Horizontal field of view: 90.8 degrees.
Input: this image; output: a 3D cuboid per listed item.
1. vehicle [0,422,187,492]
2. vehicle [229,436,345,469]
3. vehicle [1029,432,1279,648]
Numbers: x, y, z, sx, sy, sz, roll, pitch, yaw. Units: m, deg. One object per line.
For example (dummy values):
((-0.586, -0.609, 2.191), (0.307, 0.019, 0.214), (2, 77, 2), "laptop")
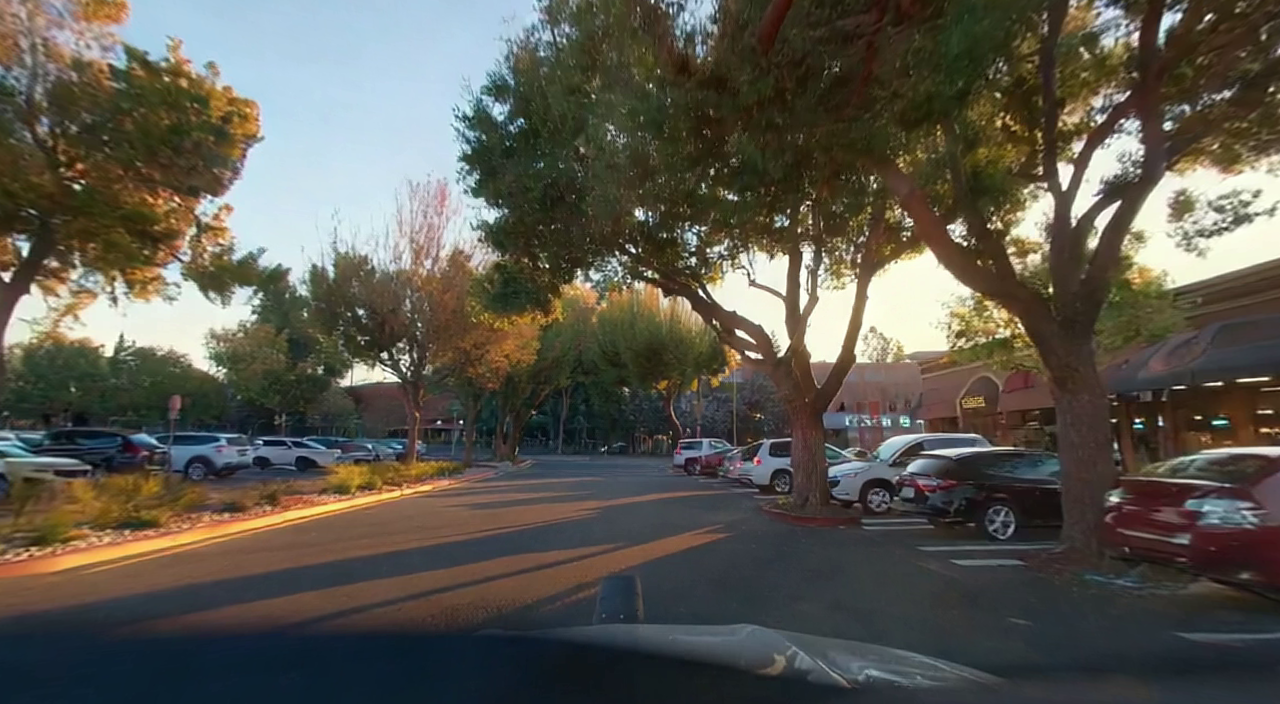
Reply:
((-15.435, 2.904, 17.677), (4.148, 1.757, 1.963), (7, -11, -40), "vehicle")
((-17.282, 4.911, 31.069), (4.651, 1.494, 1.914), (6, -11, -37), "vehicle")
((6.276, 1.494, 5.670), (4.198, 1.491, 2.100), (1, -8, -4), "vehicle")
